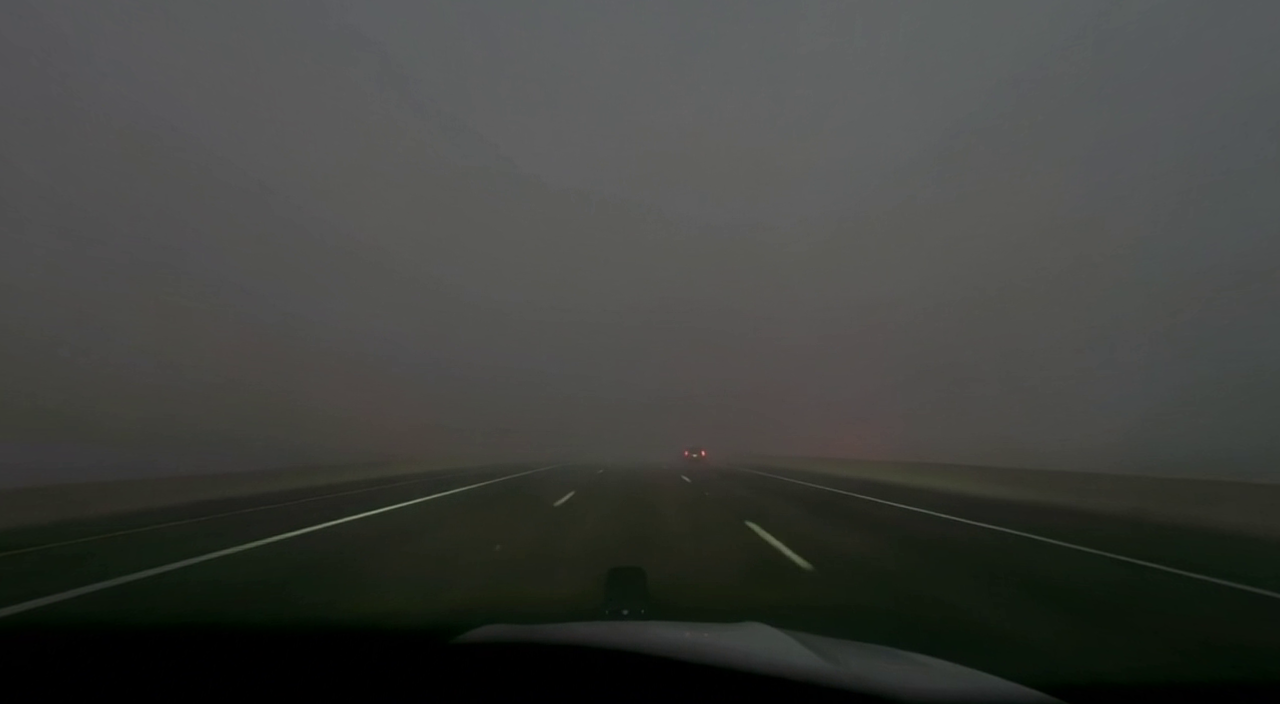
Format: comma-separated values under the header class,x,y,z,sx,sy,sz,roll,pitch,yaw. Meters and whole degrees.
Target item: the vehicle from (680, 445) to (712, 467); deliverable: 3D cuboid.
class,x,y,z,sx,sy,sz,roll,pitch,yaw
vehicle,4.061,7.642,46.526,2.003,1.520,4.058,0,-8,0
